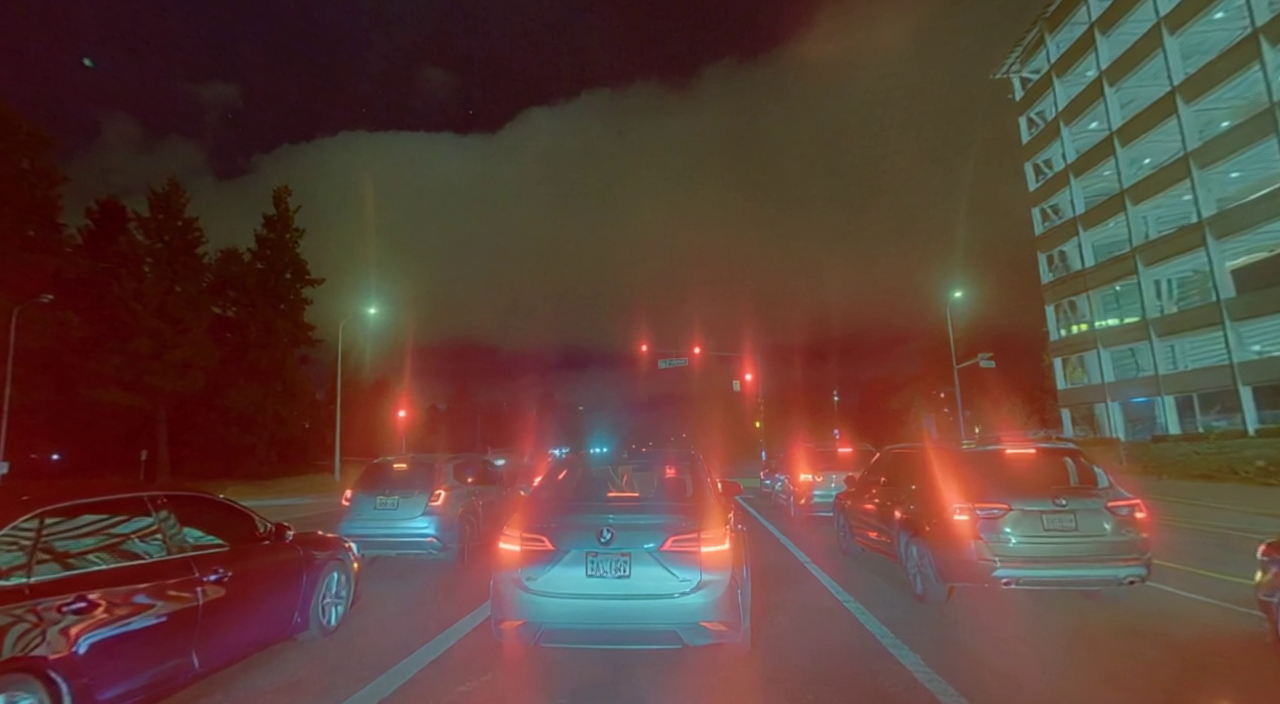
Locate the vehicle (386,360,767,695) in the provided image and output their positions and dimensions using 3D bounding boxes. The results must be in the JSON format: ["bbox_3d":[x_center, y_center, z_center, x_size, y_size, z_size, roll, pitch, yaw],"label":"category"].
[{"bbox_3d":[-0.210,1.233,5.556,2.021,1.742,4.295,-1,-8,4],"label":"vehicle"}]

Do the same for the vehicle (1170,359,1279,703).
[{"bbox_3d":[4.061,0.609,1.115,1.993,1.719,4.953,0,-8,1],"label":"vehicle"}]

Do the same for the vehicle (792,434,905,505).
[{"bbox_3d":[5.330,3.032,16.714,1.994,1.638,4.100,-1,-8,6],"label":"vehicle"}]

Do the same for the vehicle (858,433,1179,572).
[{"bbox_3d":[4.896,1.970,9.167,1.963,1.480,4.553,0,-8,2],"label":"vehicle"}]
